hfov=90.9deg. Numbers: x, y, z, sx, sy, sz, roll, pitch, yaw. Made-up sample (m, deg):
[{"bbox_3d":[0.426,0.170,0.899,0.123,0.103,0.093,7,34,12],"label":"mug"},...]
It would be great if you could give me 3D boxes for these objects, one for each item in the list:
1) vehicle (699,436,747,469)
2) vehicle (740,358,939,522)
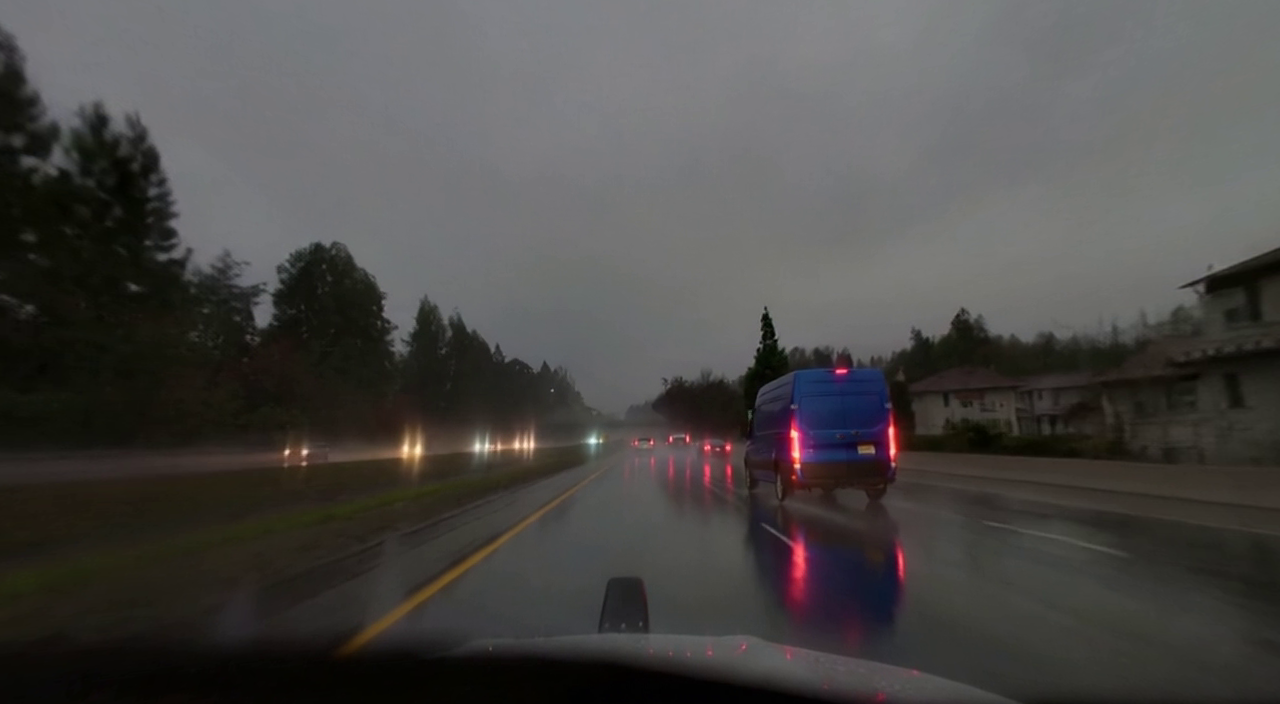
[{"bbox_3d":[4.478,5.487,34.630,2.034,1.651,4.342,0,-8,-1],"label":"vehicle"},{"bbox_3d":[3.730,1.869,13.363,2.302,2.670,5.912,0,-8,1],"label":"vehicle"}]
